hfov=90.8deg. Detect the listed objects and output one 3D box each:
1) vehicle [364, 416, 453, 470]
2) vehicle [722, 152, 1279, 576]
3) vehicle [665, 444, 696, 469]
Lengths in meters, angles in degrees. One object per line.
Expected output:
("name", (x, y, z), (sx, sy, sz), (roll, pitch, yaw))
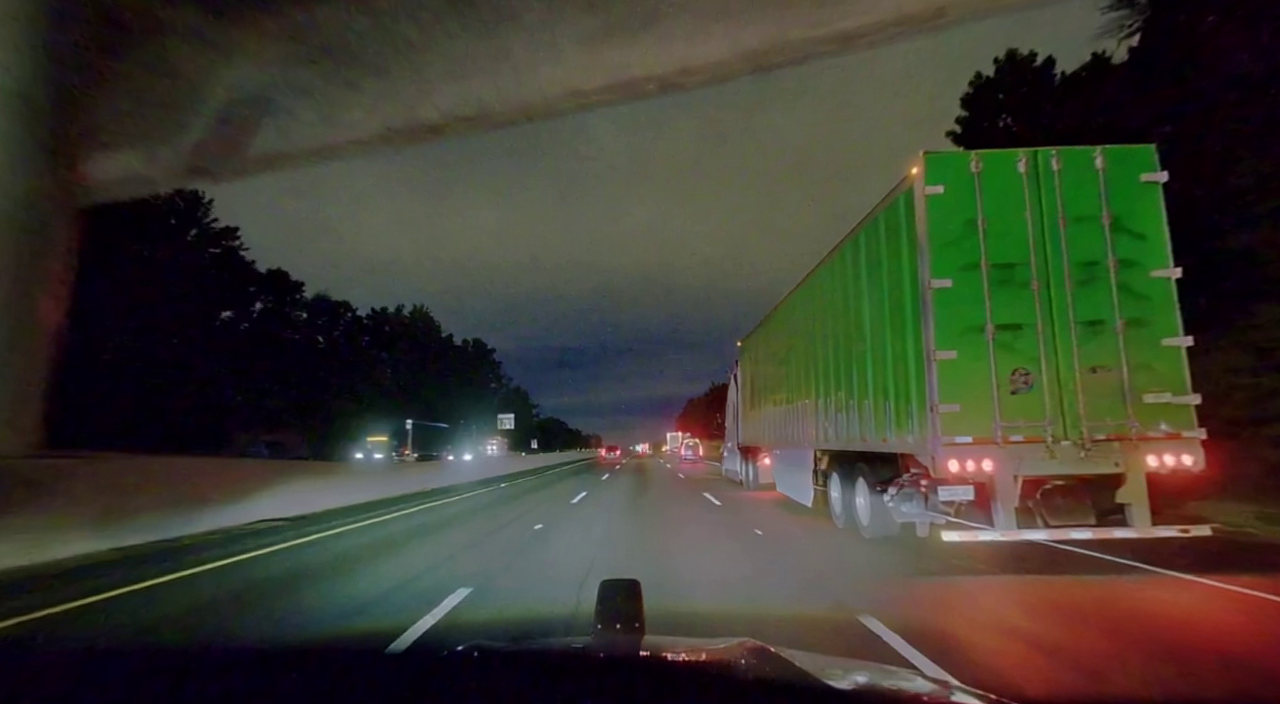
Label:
("vehicle", (-15.629, 6.306, 43.441), (3.020, 3.309, 8.280), (0, -9, 0))
("vehicle", (4.690, 1.307, 14.930), (3.115, 4.407, 17.026), (0, -9, 0))
("vehicle", (2.787, 7.294, 44.232), (2.019, 1.601, 3.953), (-1, -9, 2))
